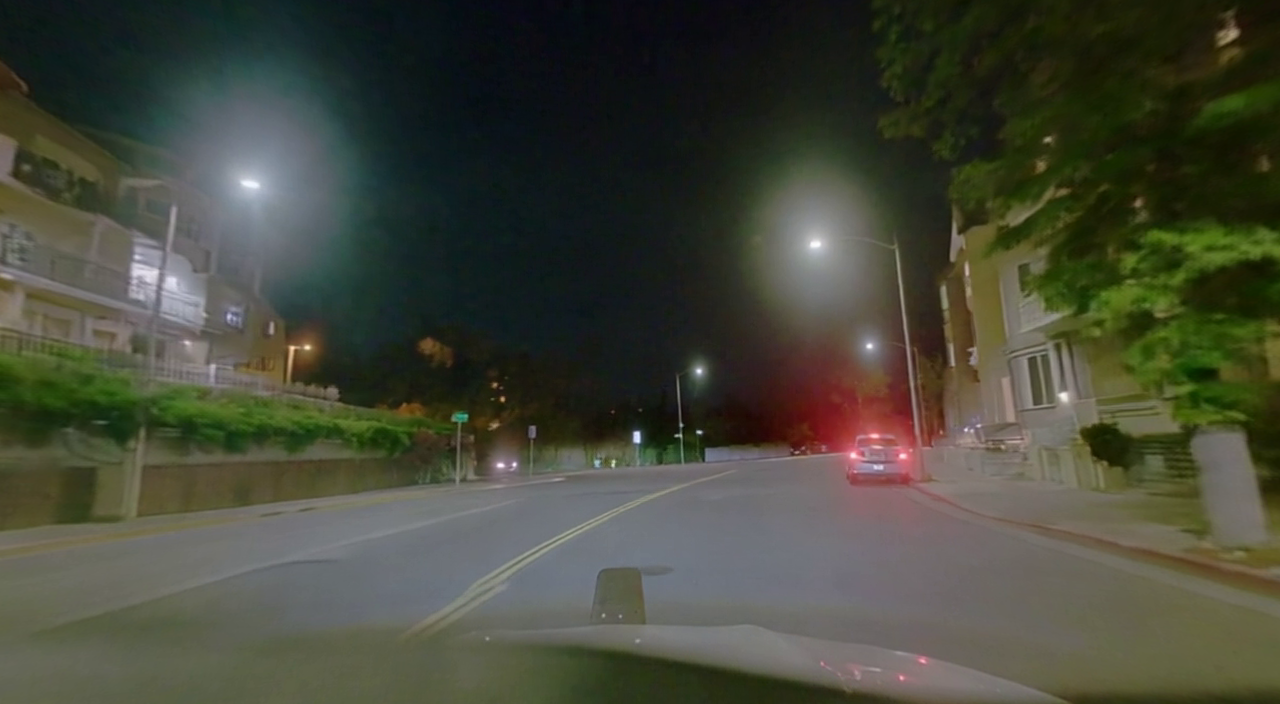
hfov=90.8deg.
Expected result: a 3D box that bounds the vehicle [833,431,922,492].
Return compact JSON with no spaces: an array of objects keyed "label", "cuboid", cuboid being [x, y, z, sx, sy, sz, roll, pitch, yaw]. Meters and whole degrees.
[{"label":"vehicle","cuboid":[7.457,3.454,20.273,2.105,1.705,4.392,-2,-9,14]}]

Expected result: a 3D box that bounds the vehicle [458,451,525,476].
[{"label":"vehicle","cuboid":[-10.726,8.048,45.644,4.270,1.683,1.984,-3,-10,22]}]
